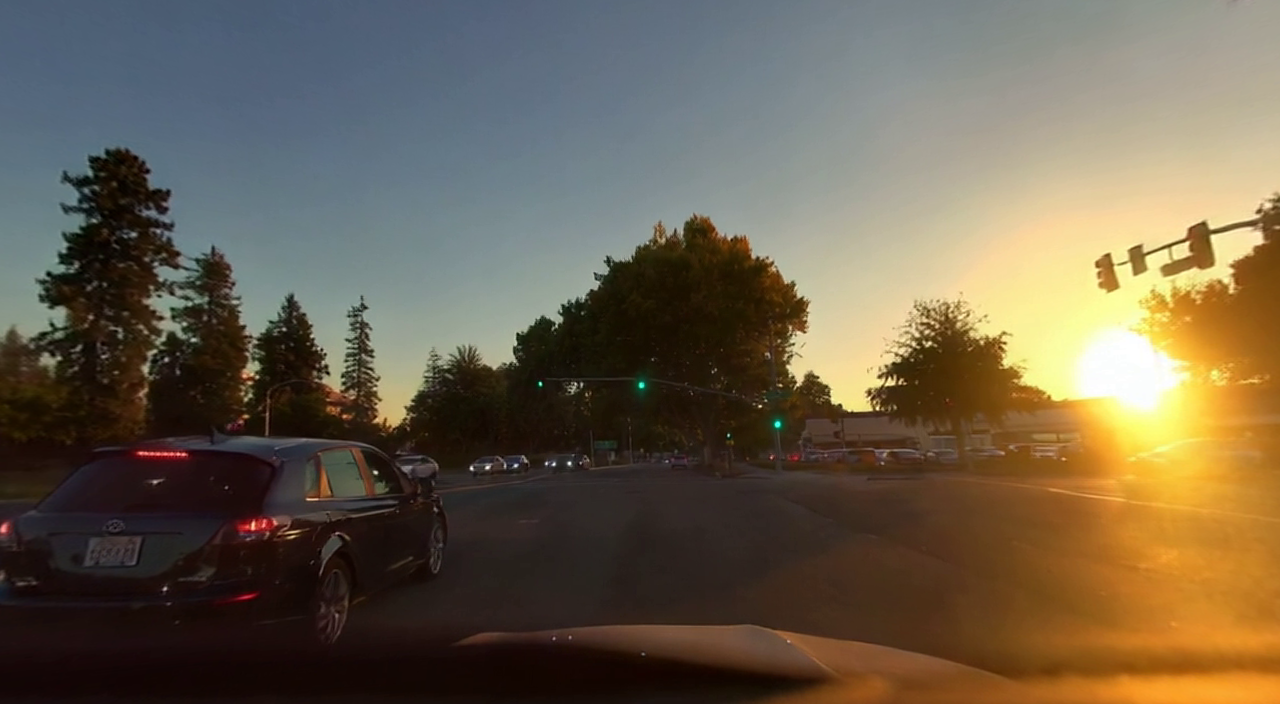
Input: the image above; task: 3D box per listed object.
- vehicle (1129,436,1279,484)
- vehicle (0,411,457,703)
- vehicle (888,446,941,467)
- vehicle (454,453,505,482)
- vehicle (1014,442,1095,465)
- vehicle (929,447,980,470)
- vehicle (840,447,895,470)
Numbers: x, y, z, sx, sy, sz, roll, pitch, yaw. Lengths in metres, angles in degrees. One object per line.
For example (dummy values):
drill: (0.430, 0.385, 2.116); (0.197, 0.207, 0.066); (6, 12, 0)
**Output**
vehicle: (19.439, 3.596, 21.097); (4.552, 1.492, 2.002); (1, -9, -5)
vehicle: (-2.847, 1.217, 3.848); (1.924, 1.482, 4.734); (0, -8, 1)
vehicle: (19.581, 7.392, 44.833); (1.945, 1.434, 4.293); (-8, -12, 44)
vehicle: (-10.496, 7.545, 41.582); (1.905, 1.724, 4.449); (-1, -8, 4)
vehicle: (30.335, 7.415, 46.169); (4.678, 1.558, 1.883); (1, -9, -5)
vehicle: (21.619, 7.257, 43.189); (1.930, 1.410, 4.313); (-8, -11, 42)
vehicle: (17.171, 7.983, 47.352); (2.060, 1.445, 4.712); (-9, -11, 43)
